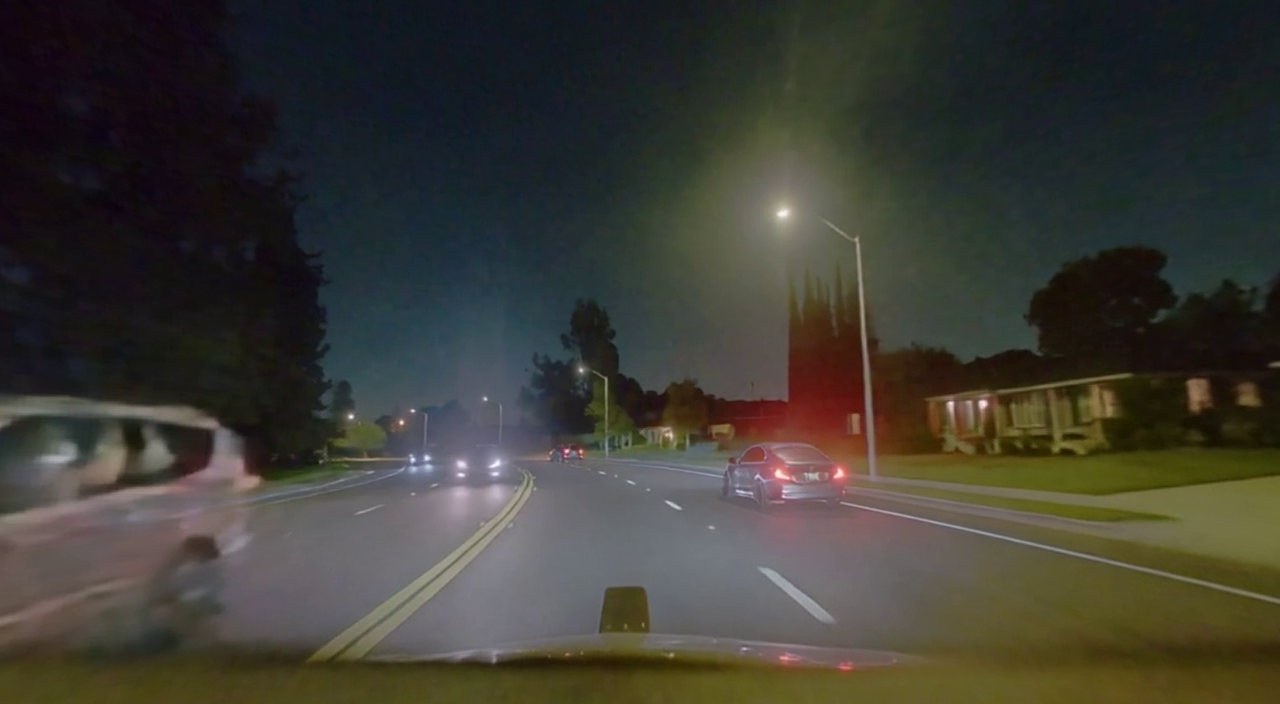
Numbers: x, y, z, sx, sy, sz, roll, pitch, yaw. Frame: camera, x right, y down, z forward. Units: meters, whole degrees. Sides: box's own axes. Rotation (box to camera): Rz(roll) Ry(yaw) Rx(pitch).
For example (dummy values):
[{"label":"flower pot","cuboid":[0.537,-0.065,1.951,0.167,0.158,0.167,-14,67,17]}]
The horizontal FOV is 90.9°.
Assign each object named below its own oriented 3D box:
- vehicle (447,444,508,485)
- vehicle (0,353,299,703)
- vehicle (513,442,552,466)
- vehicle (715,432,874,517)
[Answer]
[{"label":"vehicle","cuboid":[-6.362,4.415,25.136,1.985,1.470,4.305,1,-8,-10]},{"label":"vehicle","cuboid":[-4.217,0.987,3.313,2.316,1.845,4.805,0,-8,-3]},{"label":"vehicle","cuboid":[-7.826,7.360,45.638,2.106,1.667,4.367,3,-9,-18]},{"label":"vehicle","cuboid":[3.038,2.509,13.501,1.934,1.506,4.282,1,-8,-6]}]
